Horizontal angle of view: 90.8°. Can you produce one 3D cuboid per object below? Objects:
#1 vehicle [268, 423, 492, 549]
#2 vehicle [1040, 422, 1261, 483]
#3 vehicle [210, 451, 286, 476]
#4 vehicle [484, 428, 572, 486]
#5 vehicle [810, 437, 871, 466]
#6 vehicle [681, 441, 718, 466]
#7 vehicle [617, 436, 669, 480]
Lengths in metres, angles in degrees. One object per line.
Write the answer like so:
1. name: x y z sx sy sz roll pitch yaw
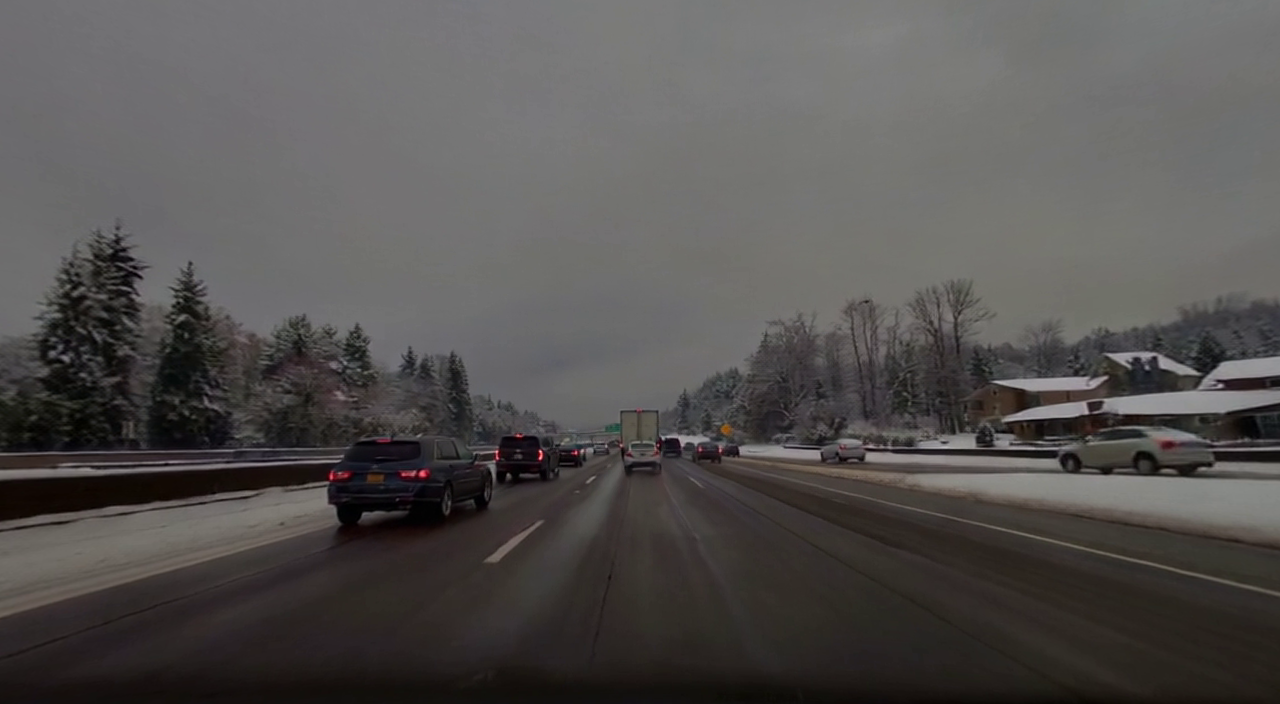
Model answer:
1. vehicle: -3.956 2.105 10.523 1.988 1.668 4.021 0 -9 0
2. vehicle: 14.095 2.836 17.949 1.905 1.490 4.826 1 -9 -6
3. vehicle: -25.149 7.149 40.736 1.873 1.483 4.451 -1 -9 4
4. vehicle: -4.119 4.004 24.261 2.301 1.944 5.482 0 -9 1
5. vehicle: 12.328 6.126 39.107 2.048 1.674 4.106 1 -9 -6
6. vehicle: 3.934 6.797 42.506 2.027 1.554 4.252 0 -9 -1
7. vehicle: 0.113 4.514 27.091 2.063 1.703 4.203 0 -9 0
